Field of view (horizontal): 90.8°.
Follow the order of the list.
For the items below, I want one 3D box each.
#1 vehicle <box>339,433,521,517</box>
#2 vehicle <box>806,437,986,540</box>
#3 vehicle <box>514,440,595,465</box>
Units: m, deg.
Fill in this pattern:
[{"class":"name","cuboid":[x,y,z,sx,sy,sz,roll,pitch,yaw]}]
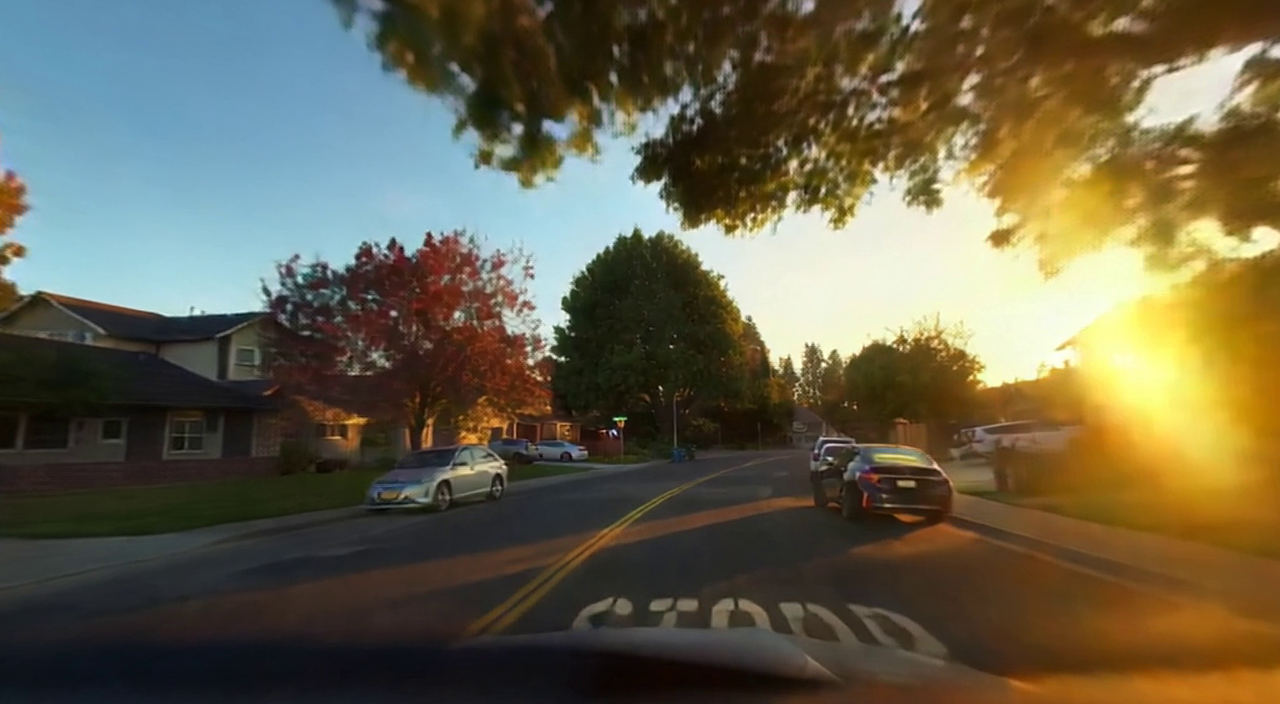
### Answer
[{"class":"vehicle","cuboid":[-4.831,2.903,15.505,2.030,1.696,4.828,-2,-9,12]},{"class":"vehicle","cuboid":[4.416,2.385,11.848,2.045,1.478,4.914,-2,-9,9]},{"class":"vehicle","cuboid":[-5.261,6.198,39.027,4.455,1.419,2.017,-3,-9,17]}]
